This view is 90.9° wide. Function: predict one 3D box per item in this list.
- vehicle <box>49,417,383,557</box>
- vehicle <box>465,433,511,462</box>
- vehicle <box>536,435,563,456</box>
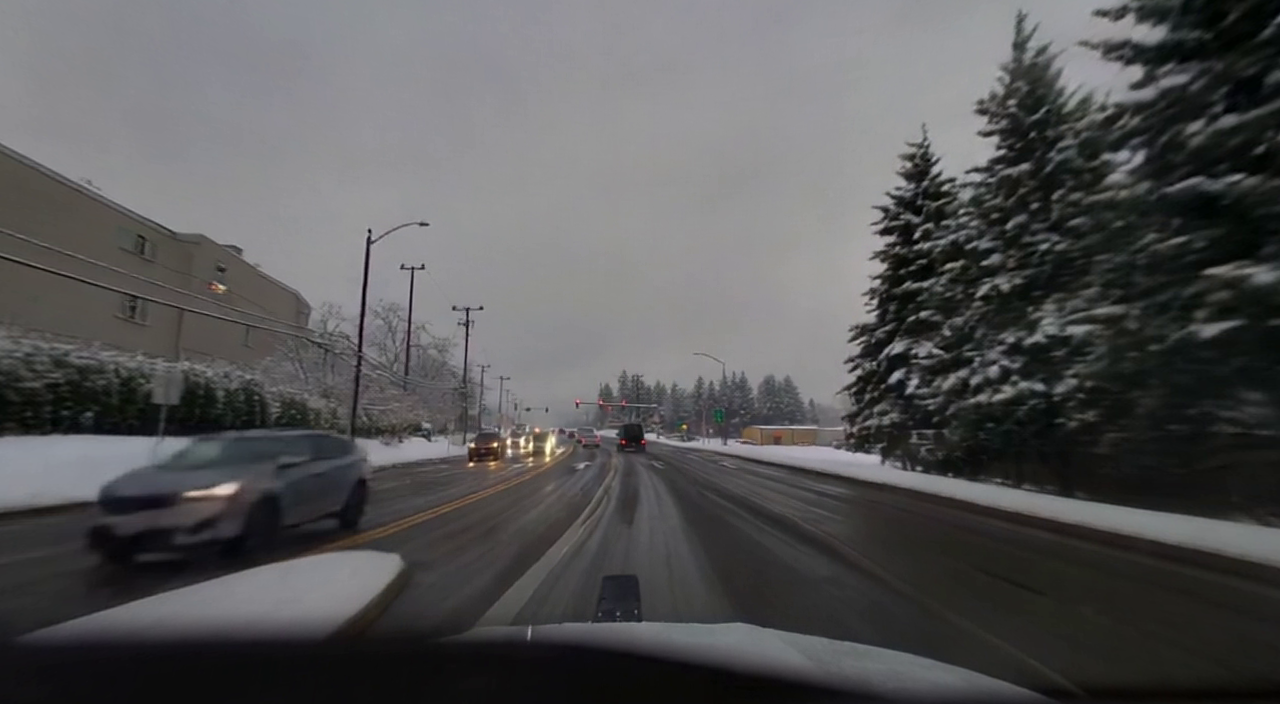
[{"bbox_3d":[-5.751,1.839,9.334,2.120,1.610,3.917,0,-8,2],"label":"vehicle"},{"bbox_3d":[-9.114,5.735,38.042,1.957,1.588,3.965,0,-8,-2],"label":"vehicle"},{"bbox_3d":[-6.839,7.102,47.863,1.727,1.519,3.805,0,-8,-4],"label":"vehicle"}]
